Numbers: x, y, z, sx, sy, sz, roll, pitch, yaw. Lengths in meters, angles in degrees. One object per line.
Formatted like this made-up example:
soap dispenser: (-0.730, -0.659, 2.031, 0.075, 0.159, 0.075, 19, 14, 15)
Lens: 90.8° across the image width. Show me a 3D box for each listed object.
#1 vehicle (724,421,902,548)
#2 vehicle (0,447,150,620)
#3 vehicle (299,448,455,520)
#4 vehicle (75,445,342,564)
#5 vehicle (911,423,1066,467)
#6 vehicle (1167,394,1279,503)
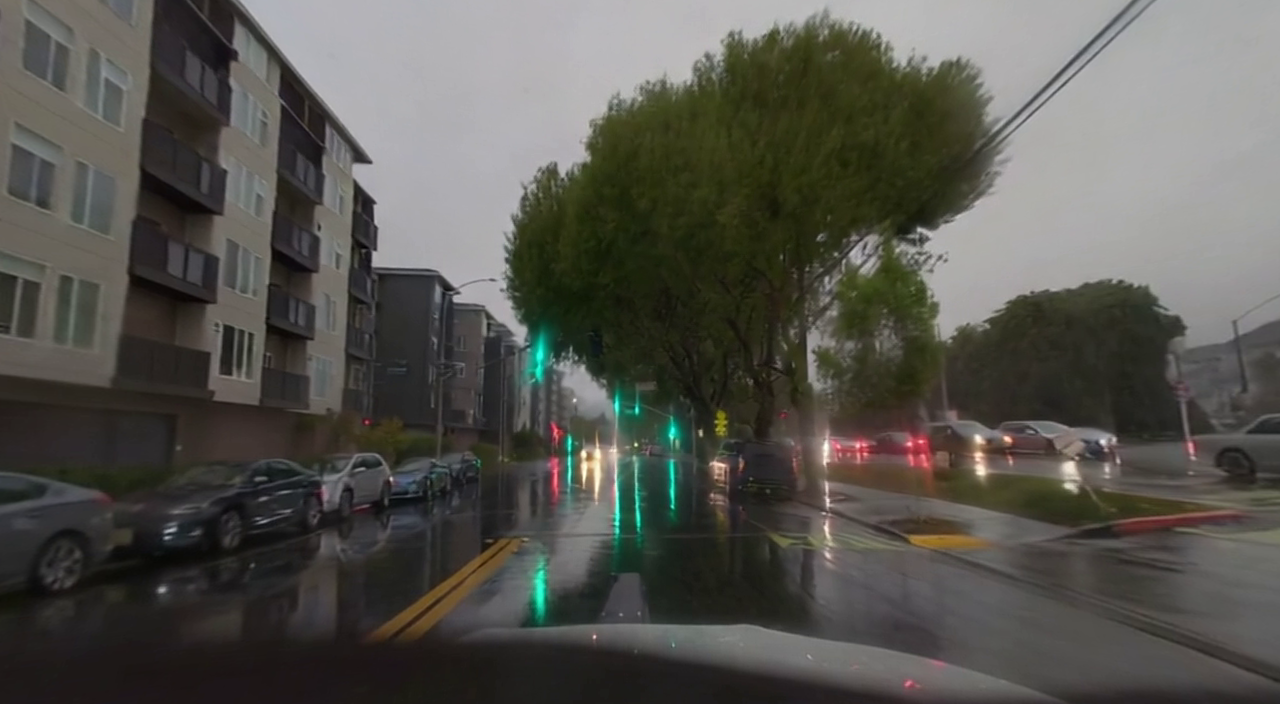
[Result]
vehicle: (3.013, 2.328, 12.299, 2.034, 1.689, 4.978, 0, -3, -1)
vehicle: (-6.374, 1.485, 4.873, 1.789, 1.462, 4.313, 0, -8, -1)
vehicle: (-6.270, 3.165, 15.759, 1.934, 1.484, 4.630, 0, -8, -1)
vehicle: (-6.573, 2.286, 10.223, 1.713, 1.531, 3.685, 0, -8, -1)
vehicle: (12.123, 3.256, 22.163, 4.348, 1.439, 1.907, 0, -8, -5)
vehicle: (12.733, 1.719, 11.432, 4.591, 1.785, 1.921, 0, -8, 0)
